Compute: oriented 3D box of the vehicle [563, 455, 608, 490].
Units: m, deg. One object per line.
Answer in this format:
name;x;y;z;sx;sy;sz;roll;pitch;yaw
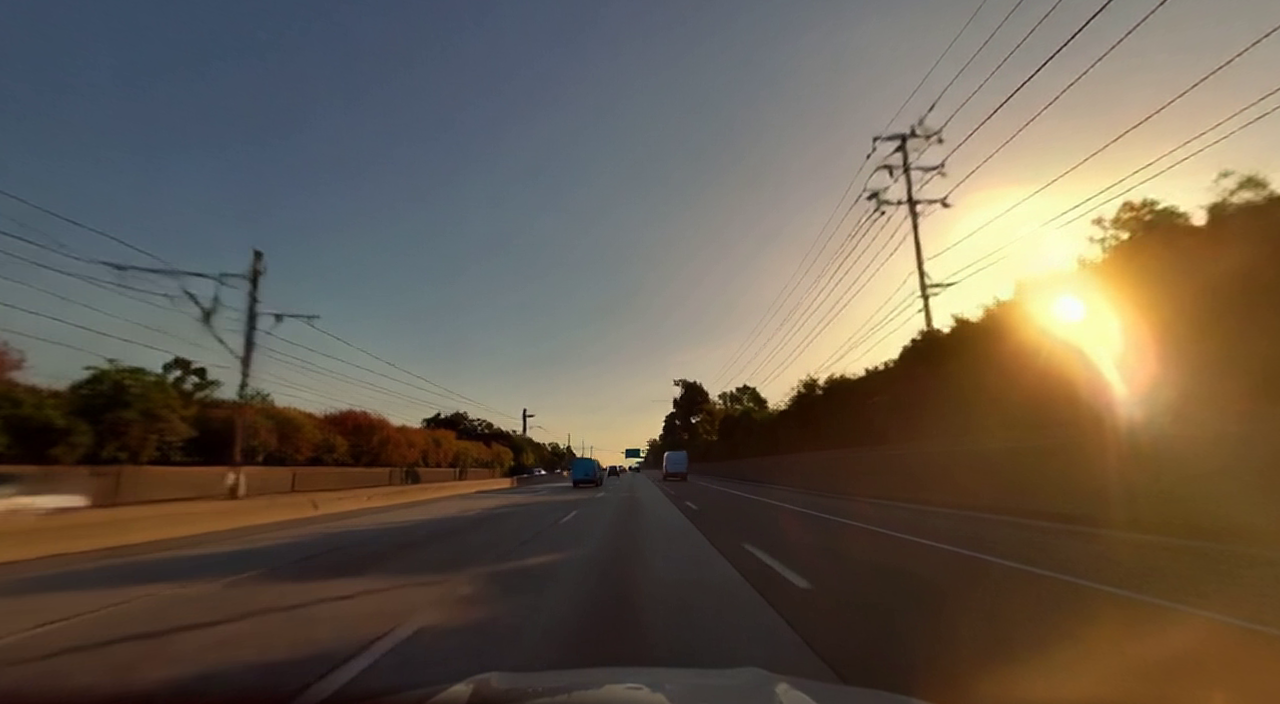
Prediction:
vehicle;-3.345;7.529;39.555;2.324;2.008;4.654;1;-11;0
